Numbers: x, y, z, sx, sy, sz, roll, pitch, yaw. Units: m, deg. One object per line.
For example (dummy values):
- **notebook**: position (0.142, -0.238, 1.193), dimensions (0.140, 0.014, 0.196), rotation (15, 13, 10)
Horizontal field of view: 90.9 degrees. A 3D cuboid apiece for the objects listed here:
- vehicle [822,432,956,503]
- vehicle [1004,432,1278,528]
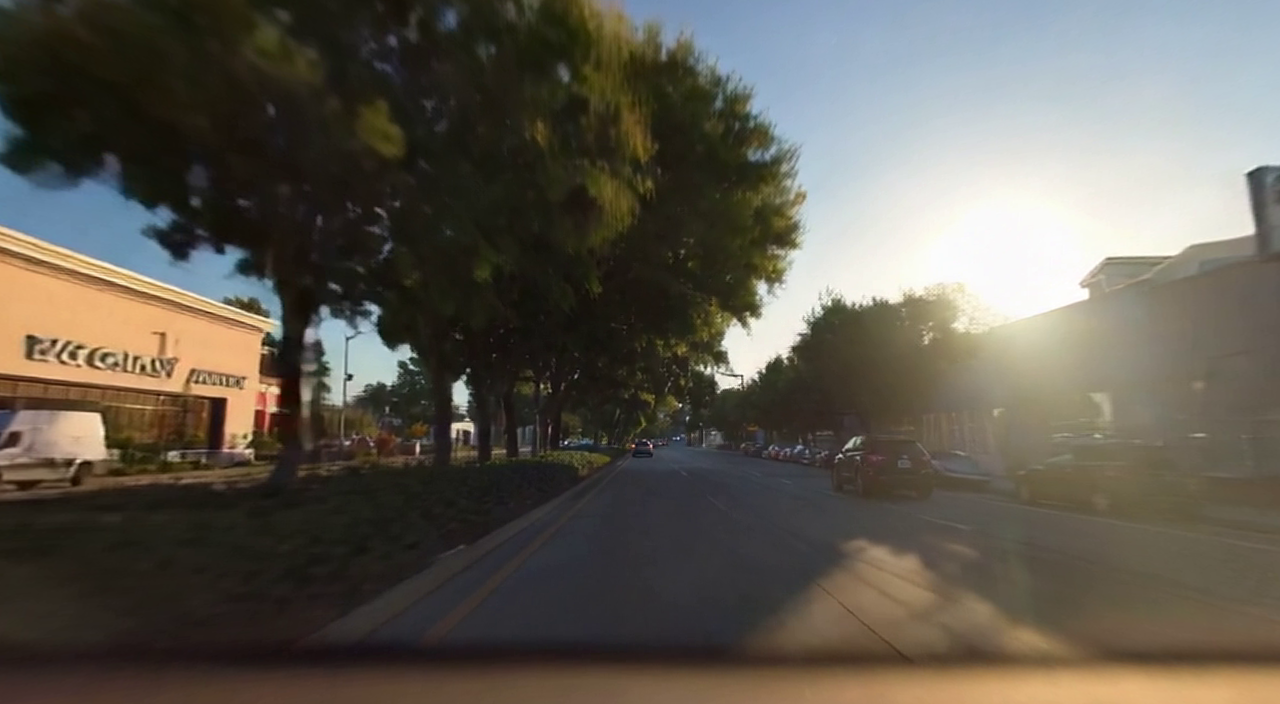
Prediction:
- **vehicle**: position (6.492, 3.038, 16.963), dimensions (2.072, 1.669, 3.836), rotation (0, -8, 1)
- **vehicle**: position (10.687, 2.719, 14.129), dimensions (2.244, 1.754, 4.791), rotation (0, -8, 1)
